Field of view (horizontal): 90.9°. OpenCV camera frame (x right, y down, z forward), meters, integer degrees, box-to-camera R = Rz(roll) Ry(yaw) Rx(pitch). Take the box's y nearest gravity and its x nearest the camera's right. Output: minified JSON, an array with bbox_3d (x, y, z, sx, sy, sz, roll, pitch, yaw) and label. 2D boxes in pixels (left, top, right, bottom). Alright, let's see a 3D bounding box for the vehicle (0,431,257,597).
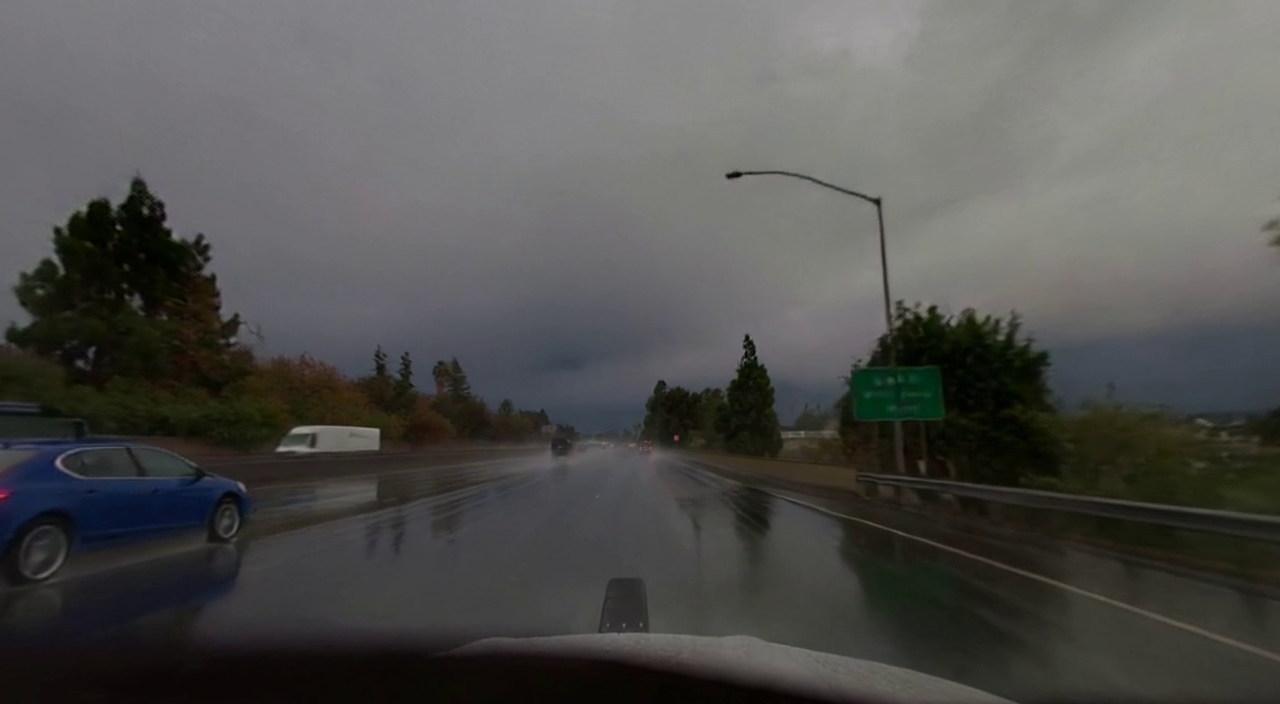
[{"bbox_3d":[-6.758,1.662,7.025,1.981,1.486,4.735,0,-8,0],"label":"vehicle"}]
